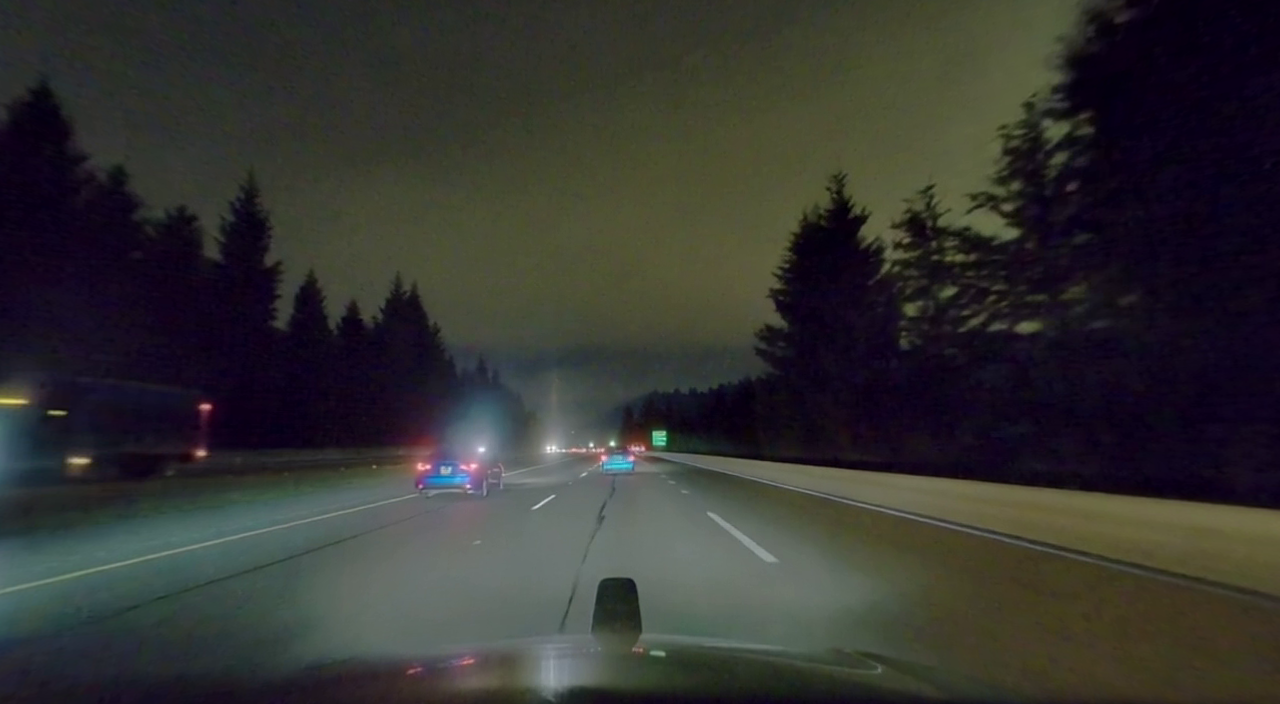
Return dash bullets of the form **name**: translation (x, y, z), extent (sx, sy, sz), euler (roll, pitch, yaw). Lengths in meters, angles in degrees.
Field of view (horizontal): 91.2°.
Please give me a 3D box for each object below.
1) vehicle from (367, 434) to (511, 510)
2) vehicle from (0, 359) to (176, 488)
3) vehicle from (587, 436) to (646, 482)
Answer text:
- **vehicle**: translation (-4.781, 2.921, 15.776), extent (2.103, 1.588, 4.709), euler (0, -9, 0)
- **vehicle**: translation (-18.403, 2.247, 18.809), extent (2.771, 3.371, 8.087), euler (0, -9, -1)
- **vehicle**: translation (-0.934, 4.352, 25.768), extent (2.220, 1.711, 4.056), euler (0, -9, -1)
